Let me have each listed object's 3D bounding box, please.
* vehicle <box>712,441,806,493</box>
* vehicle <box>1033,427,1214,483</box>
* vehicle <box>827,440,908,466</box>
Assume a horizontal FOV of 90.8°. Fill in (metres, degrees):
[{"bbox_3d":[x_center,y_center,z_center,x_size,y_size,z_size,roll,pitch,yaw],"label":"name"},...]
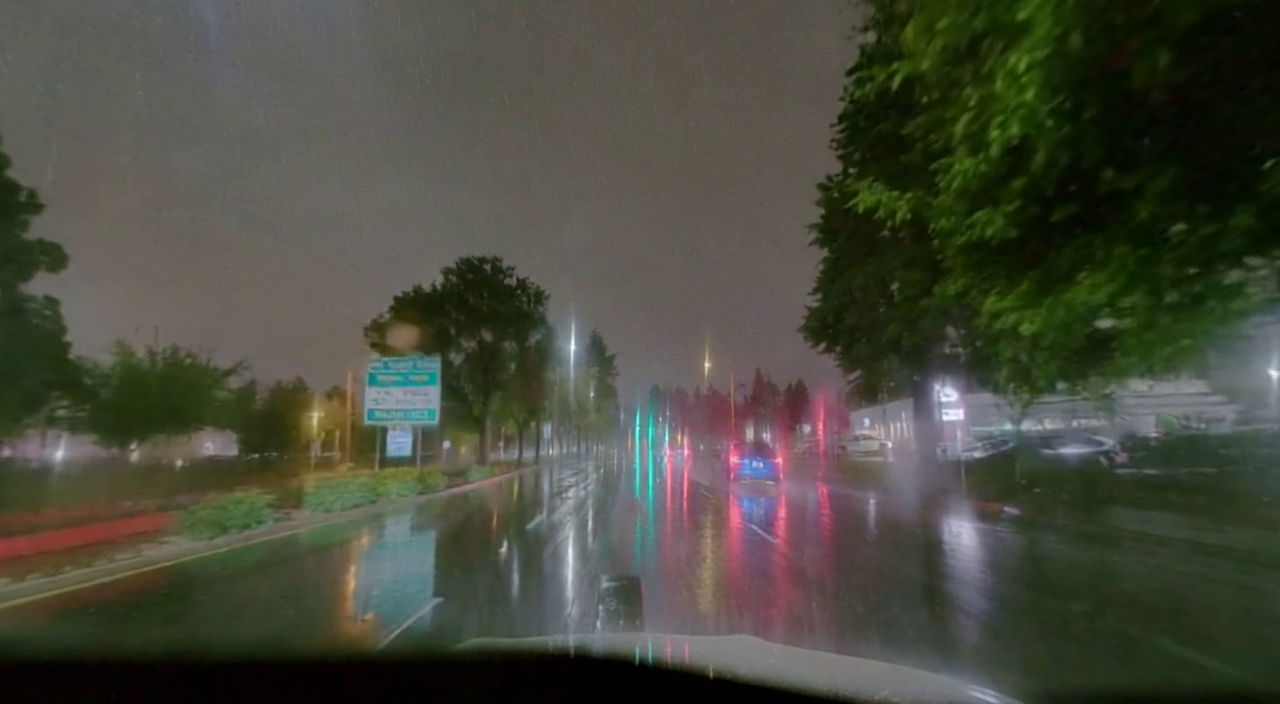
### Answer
[{"bbox_3d":[3.699,3.661,20.611,2.033,1.482,4.571,0,-8,-2],"label":"vehicle"},{"bbox_3d":[15.403,3.289,20.328,4.112,1.642,2.055,0,-8,-2],"label":"vehicle"},{"bbox_3d":[15.792,7.037,44.016,4.684,1.448,2.090,-4,-8,-2],"label":"vehicle"}]
